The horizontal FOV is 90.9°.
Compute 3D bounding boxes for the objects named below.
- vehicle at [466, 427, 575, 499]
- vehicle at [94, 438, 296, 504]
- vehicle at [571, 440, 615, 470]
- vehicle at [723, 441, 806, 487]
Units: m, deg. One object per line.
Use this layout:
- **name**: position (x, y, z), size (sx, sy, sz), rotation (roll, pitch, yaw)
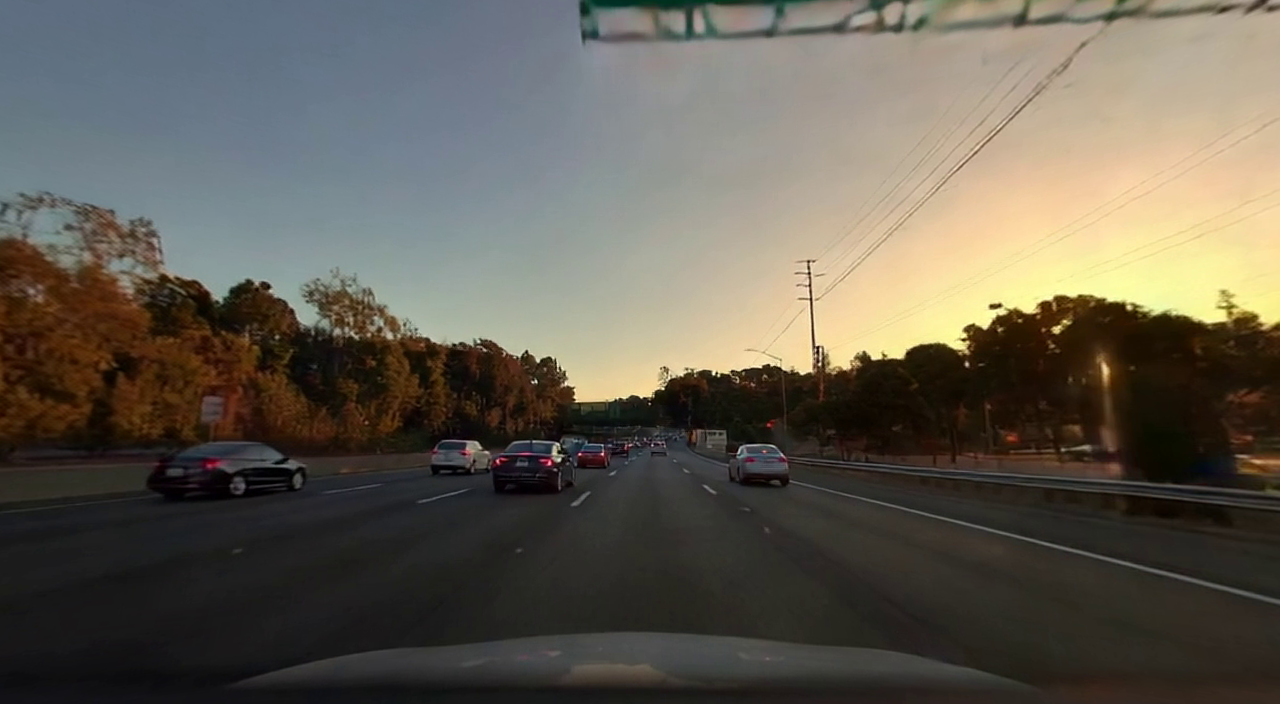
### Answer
- **vehicle**: position (-3.220, 3.116, 18.036), size (2.133, 1.775, 4.530), rotation (0, -8, 1)
- **vehicle**: position (-11.239, 3.006, 16.446), size (1.877, 1.458, 4.543), rotation (0, -8, 1)
- **vehicle**: position (-2.689, 6.038, 37.252), size (2.133, 1.668, 4.505), rotation (0, -8, 2)
- **vehicle**: position (4.349, 3.971, 22.783), size (2.022, 1.472, 4.678), rotation (0, -8, 0)
